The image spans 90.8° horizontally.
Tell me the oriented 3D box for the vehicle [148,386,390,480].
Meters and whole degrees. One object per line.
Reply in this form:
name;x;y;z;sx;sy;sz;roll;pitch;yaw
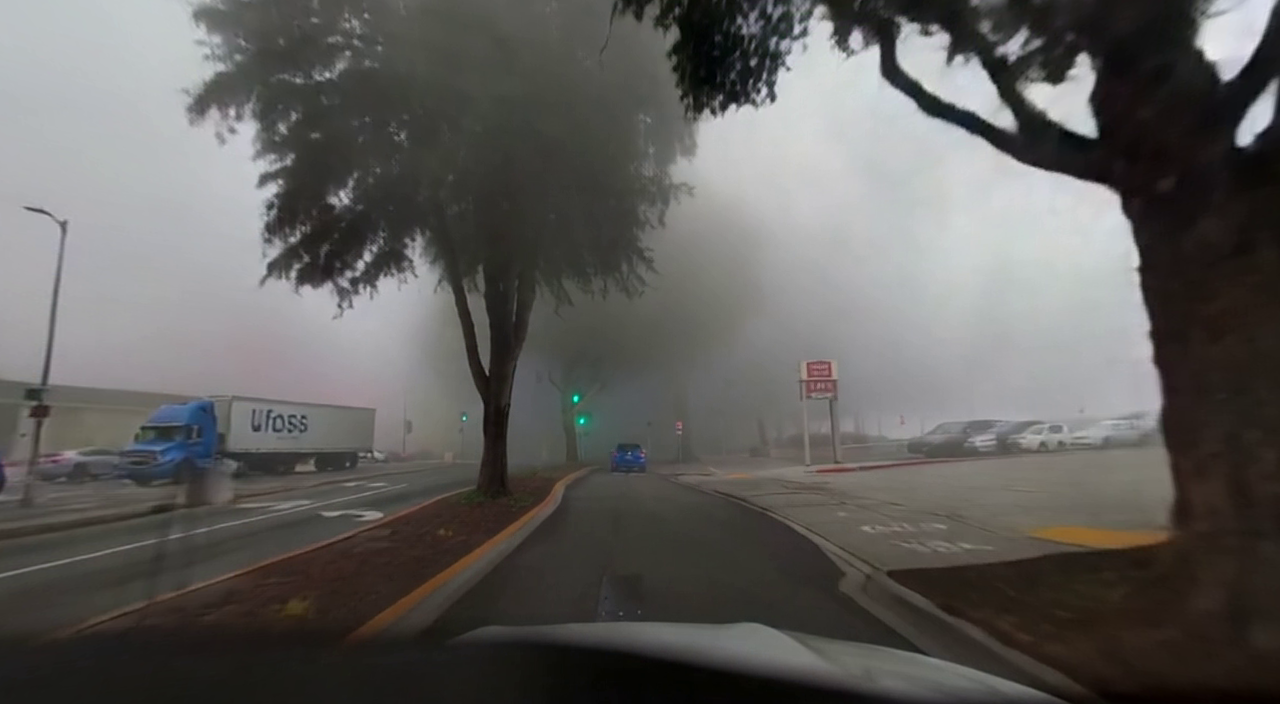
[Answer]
vehicle;-18.513;4.369;33.264;2.792;4.025;11.784;-3;-9;19

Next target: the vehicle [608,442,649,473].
vehicle;-0.536;5.410;32.575;2.006;1.470;3.799;0;-8;1

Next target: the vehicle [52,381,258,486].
vehicle;-20.530;3.571;27.299;3.045;3.961;6.104;-2;-9;17
